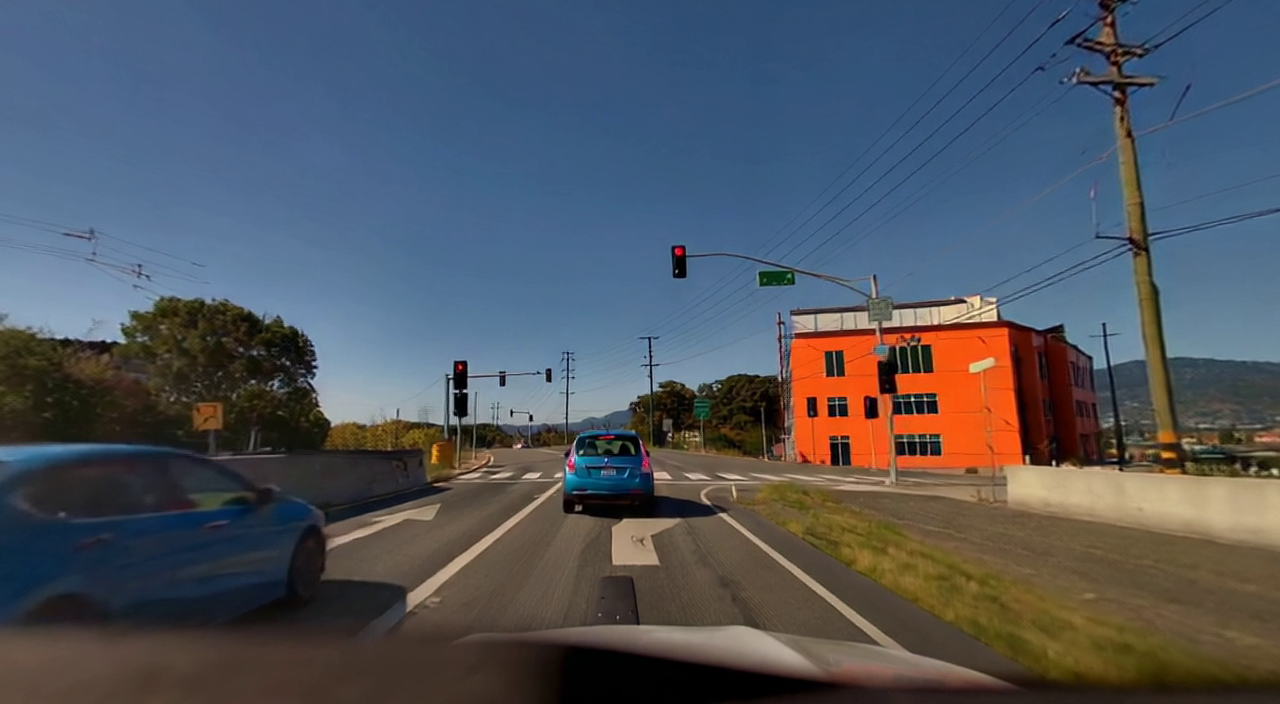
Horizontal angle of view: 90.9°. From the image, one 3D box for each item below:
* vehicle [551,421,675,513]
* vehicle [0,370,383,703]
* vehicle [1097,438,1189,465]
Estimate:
[{"bbox_3d":[-0.489,2.237,12.743,2.123,1.566,3.662,0,-8,-1],"label":"vehicle"},{"bbox_3d":[-3.415,1.035,3.606,2.097,1.573,4.284,0,-8,-1],"label":"vehicle"},{"bbox_3d":[27.886,5.492,35.037,1.635,1.433,3.558,4,-9,-30],"label":"vehicle"}]
